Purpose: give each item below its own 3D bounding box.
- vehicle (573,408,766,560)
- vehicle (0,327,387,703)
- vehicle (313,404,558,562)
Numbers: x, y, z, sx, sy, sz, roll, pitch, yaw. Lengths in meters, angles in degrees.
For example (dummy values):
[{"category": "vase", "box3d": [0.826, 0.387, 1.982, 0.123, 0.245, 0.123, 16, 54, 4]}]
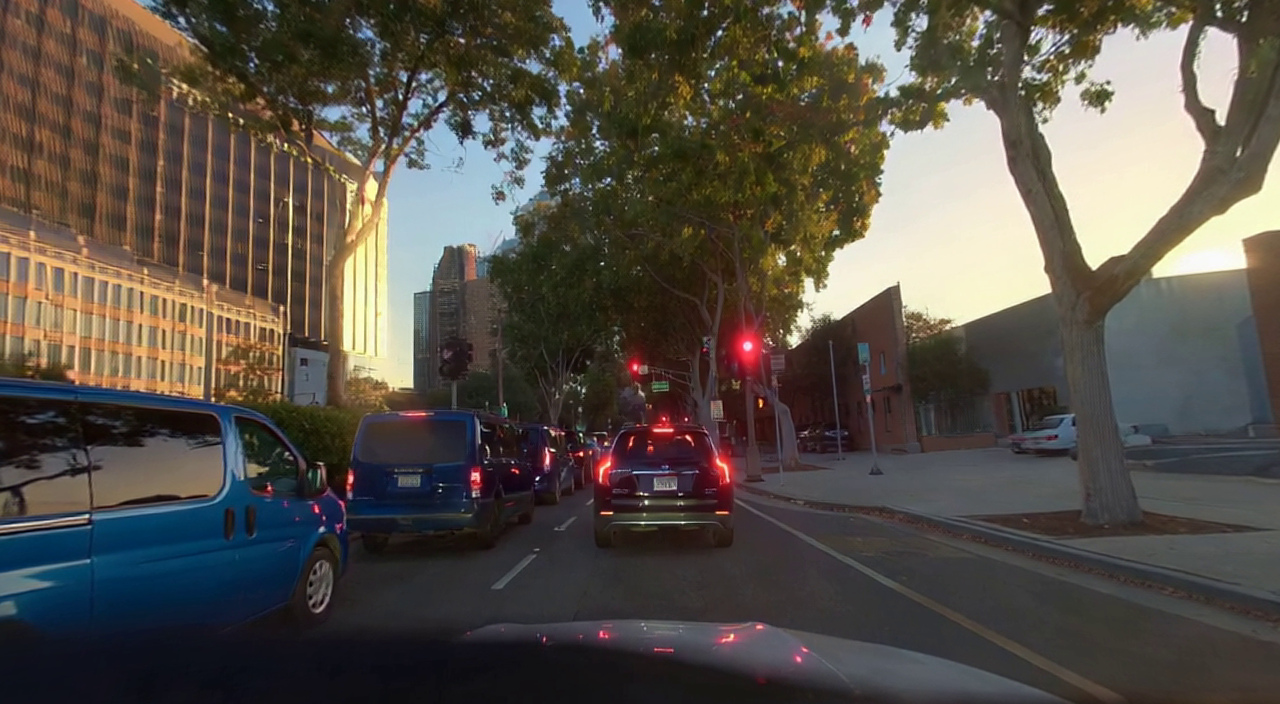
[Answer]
[{"category": "vehicle", "box3d": [0.356, 1.808, 9.251, 2.205, 1.727, 3.917, 0, -8, 1]}, {"category": "vehicle", "box3d": [-3.177, 0.979, 3.481, 1.940, 1.722, 3.823, 0, -8, 0]}, {"category": "vehicle", "box3d": [-2.652, 1.843, 9.598, 2.124, 1.799, 4.587, 0, -8, 1]}]
